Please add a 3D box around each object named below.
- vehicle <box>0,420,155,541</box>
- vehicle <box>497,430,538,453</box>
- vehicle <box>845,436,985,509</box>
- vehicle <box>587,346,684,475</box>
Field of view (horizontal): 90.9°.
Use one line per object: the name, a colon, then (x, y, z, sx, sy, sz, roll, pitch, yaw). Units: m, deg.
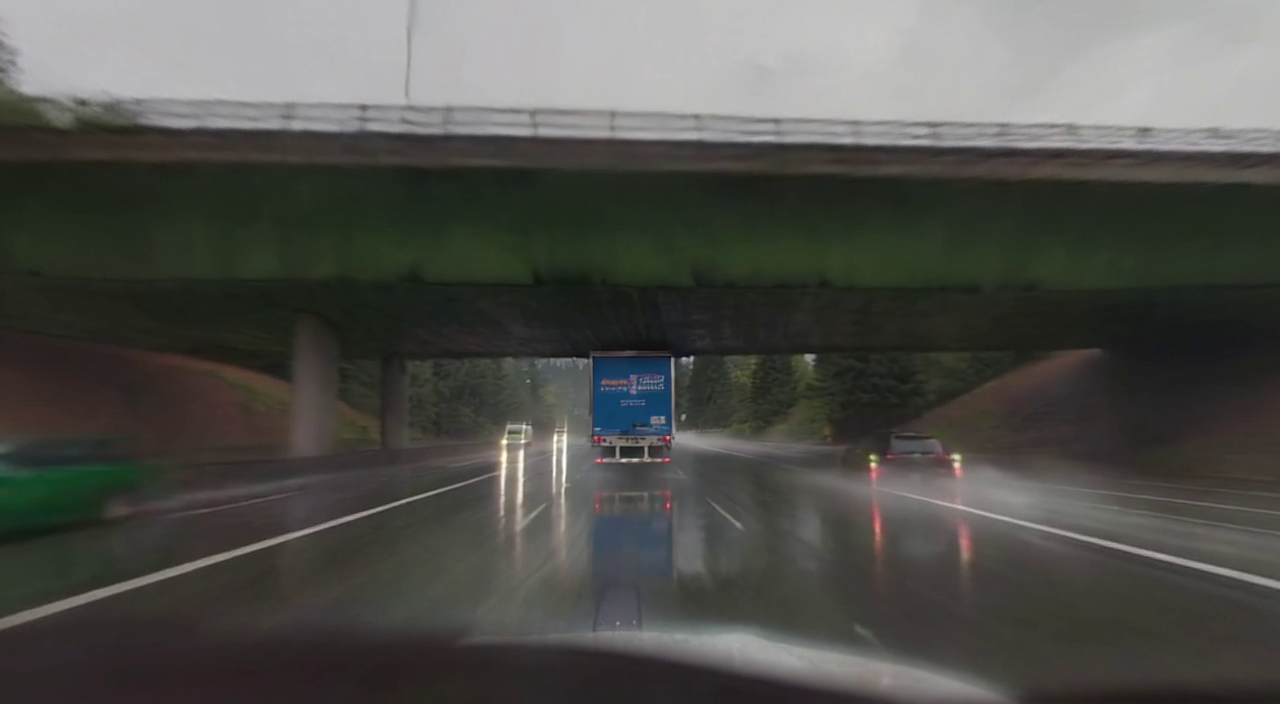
vehicle: (-8.756, 1.627, 8.112, 1.955, 1.453, 3.855, 0, -8, -1)
vehicle: (-8.747, 6.433, 45.392, 2.081, 1.613, 4.273, 0, -8, 0)
vehicle: (7.590, 3.298, 17.918, 2.050, 1.637, 4.397, 3, -7, 0)
vehicle: (-0.406, 2.410, 24.122, 2.895, 3.861, 10.213, 0, -8, -3)
